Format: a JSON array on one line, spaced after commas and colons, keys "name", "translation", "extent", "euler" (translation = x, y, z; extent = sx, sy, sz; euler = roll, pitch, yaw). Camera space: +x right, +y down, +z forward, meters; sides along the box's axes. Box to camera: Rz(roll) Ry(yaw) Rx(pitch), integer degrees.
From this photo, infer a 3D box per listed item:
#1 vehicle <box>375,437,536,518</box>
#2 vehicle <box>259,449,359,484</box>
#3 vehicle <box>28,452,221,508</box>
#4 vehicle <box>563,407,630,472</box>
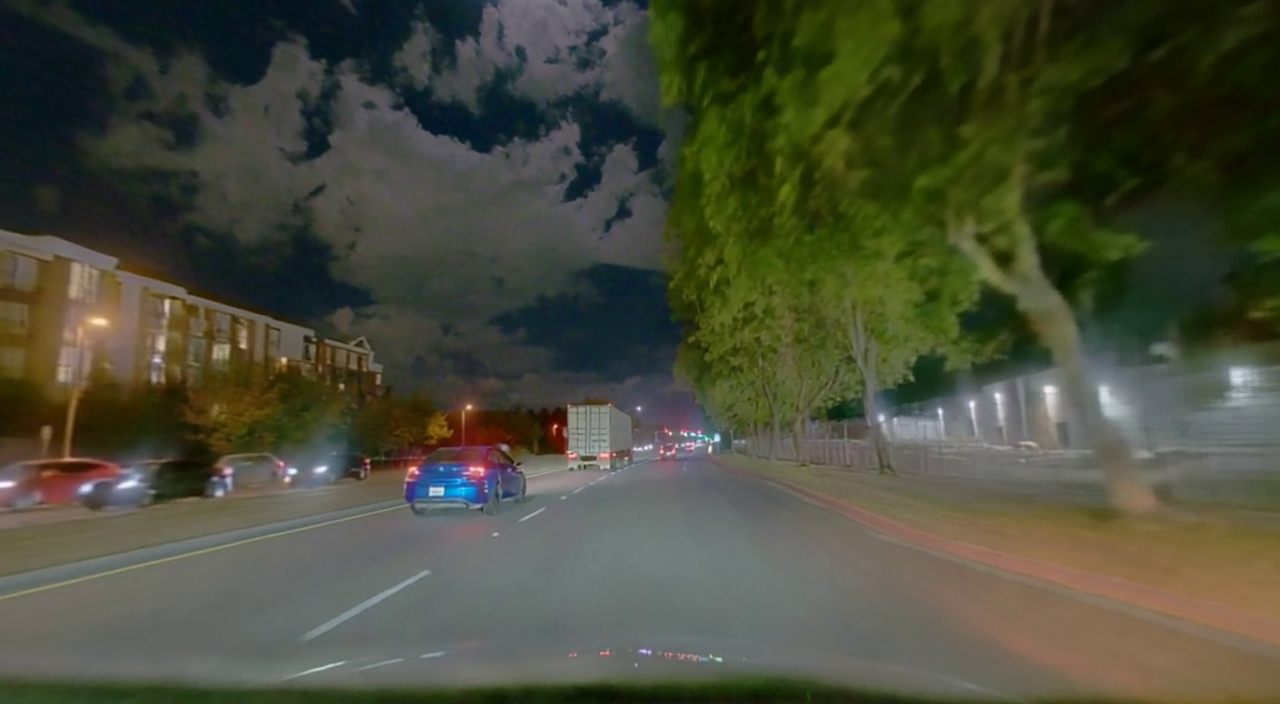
[{"name": "vehicle", "translation": [-3.751, 2.645, 13.752], "extent": [2.005, 1.462, 4.345], "euler": [-1, -9, 3]}, {"name": "vehicle", "translation": [-15.149, 5.265, 29.218], "extent": [1.934, 1.466, 4.697], "euler": [-1, -9, 3]}, {"name": "vehicle", "translation": [-15.401, 3.808, 19.283], "extent": [1.837, 1.464, 4.728], "euler": [0, -9, 1]}, {"name": "vehicle", "translation": [-2.274, 5.095, 36.319], "extent": [2.746, 3.276, 8.572], "euler": [-1, -9, 3]}]
